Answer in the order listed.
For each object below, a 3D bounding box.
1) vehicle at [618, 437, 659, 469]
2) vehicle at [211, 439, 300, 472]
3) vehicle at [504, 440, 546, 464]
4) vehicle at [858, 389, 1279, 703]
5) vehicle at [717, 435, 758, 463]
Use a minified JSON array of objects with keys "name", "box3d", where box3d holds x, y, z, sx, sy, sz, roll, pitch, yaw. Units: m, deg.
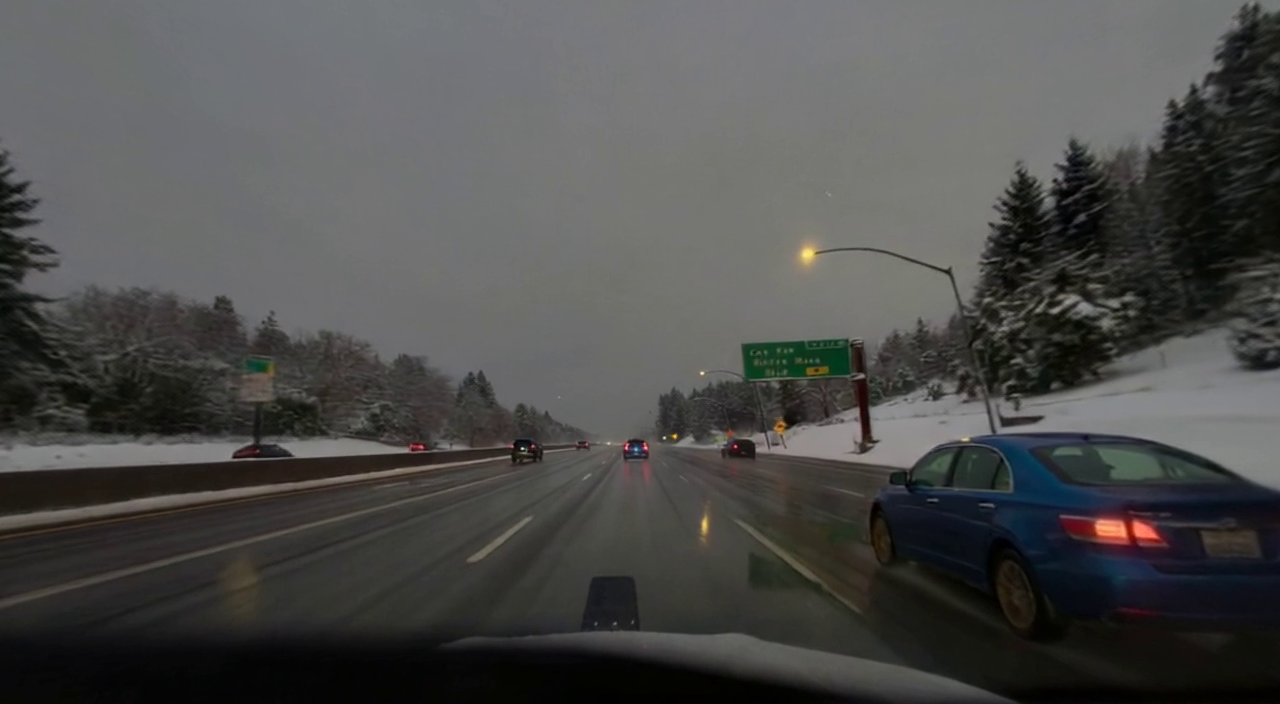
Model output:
[{"name":"vehicle","box3d":[-0.098,5.602,35.105,2.157,1.642,4.189,0,-9,-1]},{"name":"vehicle","box3d":[-21.368,5.770,35.397,2.058,1.667,4.623,0,-9,0]},{"name":"vehicle","box3d":[-8.110,7.078,44.871,2.028,1.552,4.922,0,-9,0]},{"name":"vehicle","box3d":[3.235,1.138,3.857,2.072,1.501,4.694,0,-9,-1]},{"name":"vehicle","box3d":[7.110,7.149,46.680,2.103,1.898,5.310,0,-9,-1]}]
